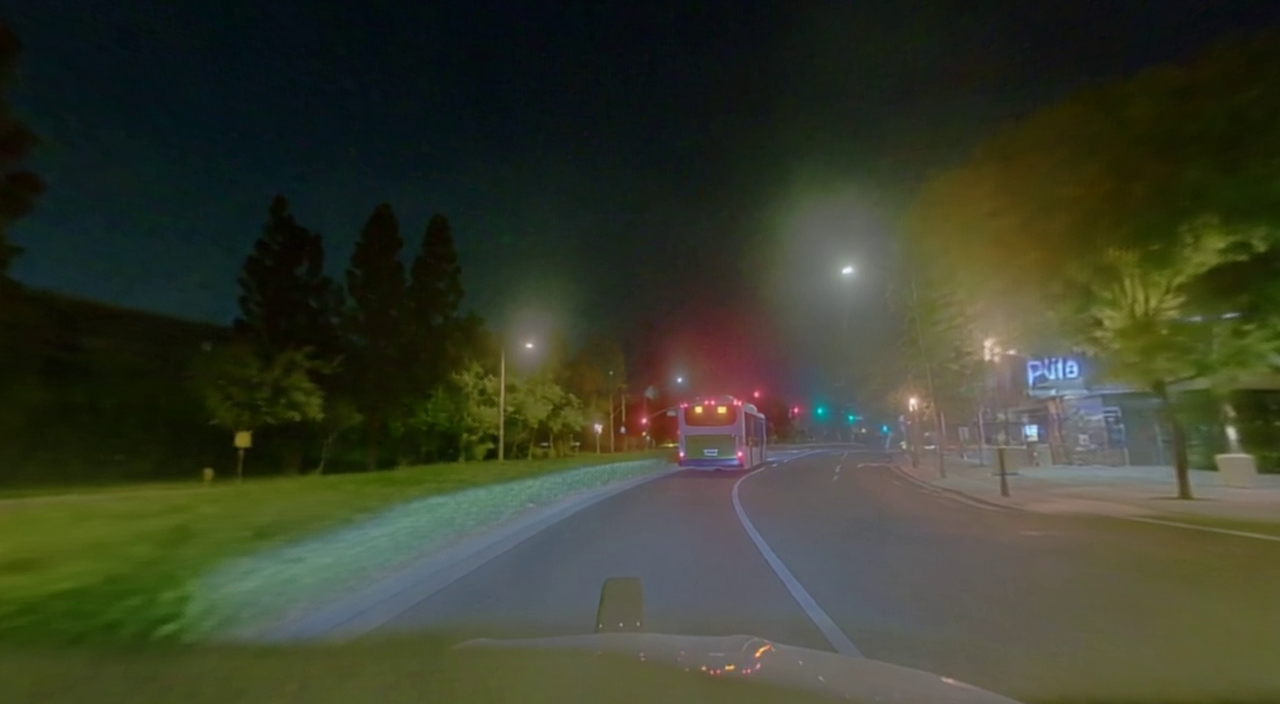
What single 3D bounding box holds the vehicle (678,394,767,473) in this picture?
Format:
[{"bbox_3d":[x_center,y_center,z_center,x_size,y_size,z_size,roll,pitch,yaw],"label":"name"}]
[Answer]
[{"bbox_3d":[4.693,4.434,33.387,3.031,3.429,11.005,-3,-9,16],"label":"vehicle"}]
